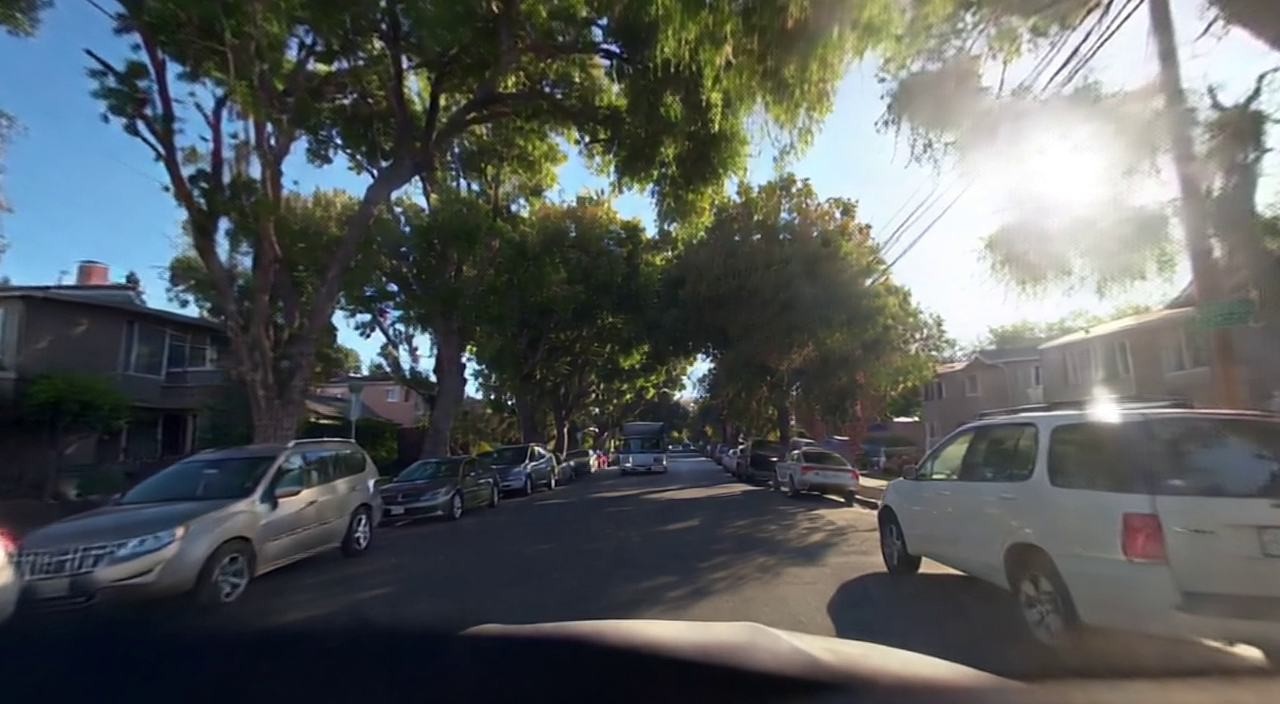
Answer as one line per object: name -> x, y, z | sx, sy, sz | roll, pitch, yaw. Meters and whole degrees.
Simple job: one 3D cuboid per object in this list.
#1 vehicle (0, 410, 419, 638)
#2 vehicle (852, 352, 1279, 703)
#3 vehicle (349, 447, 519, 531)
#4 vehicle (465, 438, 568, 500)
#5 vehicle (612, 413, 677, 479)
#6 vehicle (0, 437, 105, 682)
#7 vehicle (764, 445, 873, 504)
vehicle -> -4.749, 1.757, 7.673 | 2.203, 1.815, 4.972 | 0, -8, 1
vehicle -> 3.731, 1.286, 5.585 | 2.182, 1.900, 4.779 | 0, -8, 2
vehicle -> -4.211, 2.856, 13.899 | 1.861, 1.474, 4.749 | -1, -8, 4
vehicle -> -3.877, 3.776, 20.965 | 2.002, 1.781, 5.380 | -1, -8, 4
vehicle -> 0.396, 4.695, 31.639 | 2.716, 2.887, 6.781 | -1, -8, 5
vehicle -> -4.974, 1.074, 2.430 | 1.855, 1.510, 4.406 | 0, -8, 2
vehicle -> 4.917, 3.404, 18.047 | 1.813, 1.468, 4.267 | 0, -8, 0
